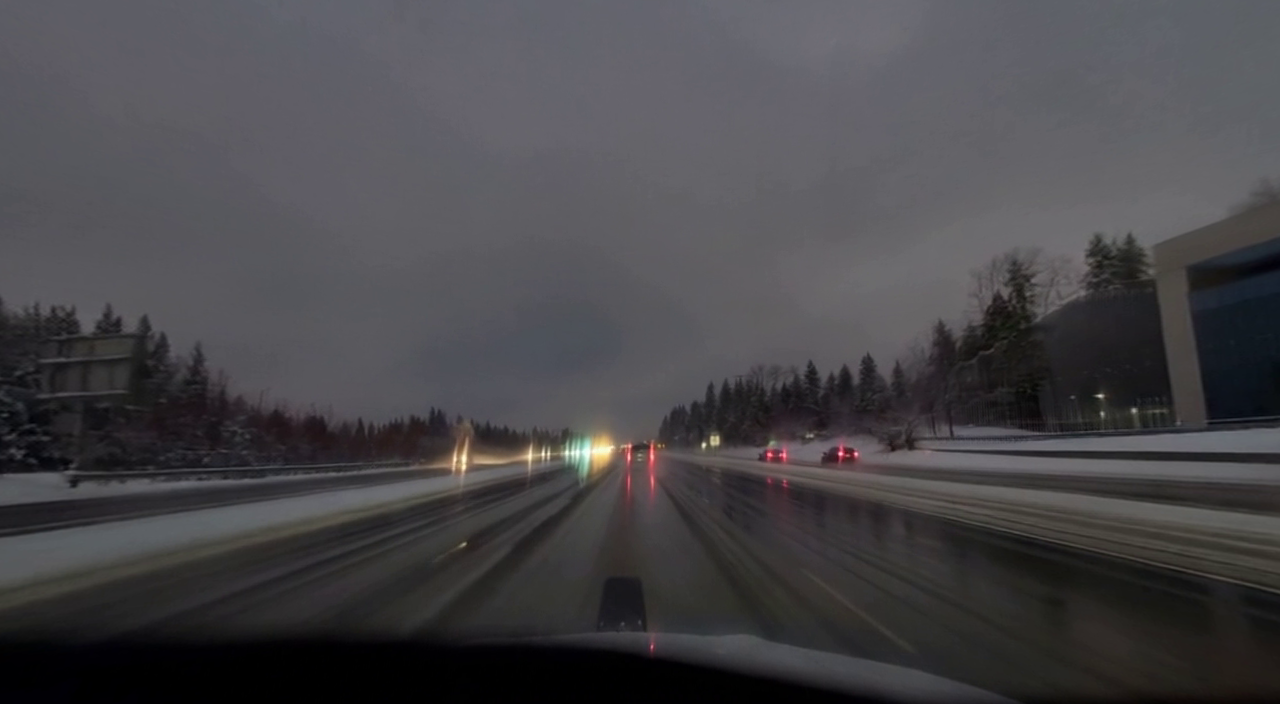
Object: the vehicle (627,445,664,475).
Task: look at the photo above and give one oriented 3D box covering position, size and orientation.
[{"bbox_3d":[0.291,6.173,36.176,2.015,1.639,4.086,0,-9,0],"label":"vehicle"}]
